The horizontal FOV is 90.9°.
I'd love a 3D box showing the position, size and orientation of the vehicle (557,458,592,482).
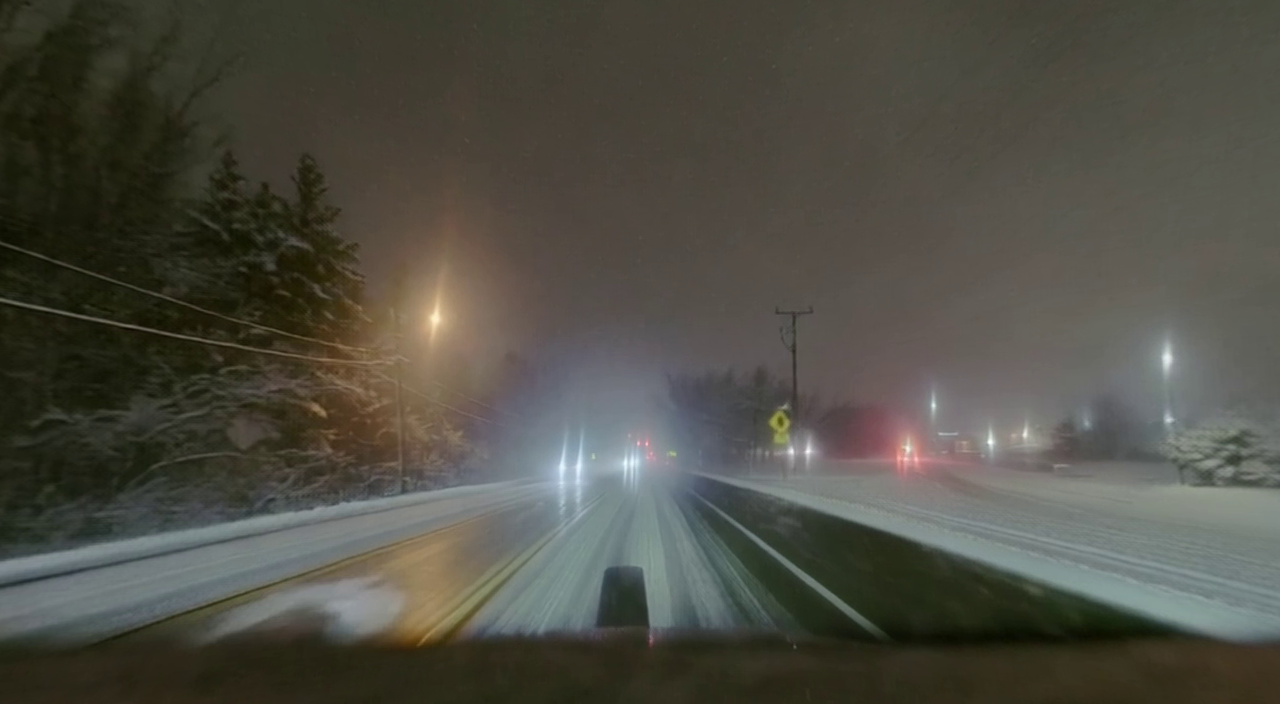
[{"bbox_3d":[-4.748,8.595,46.195,2.000,1.546,4.342,0,-8,1],"label":"vehicle"}]
